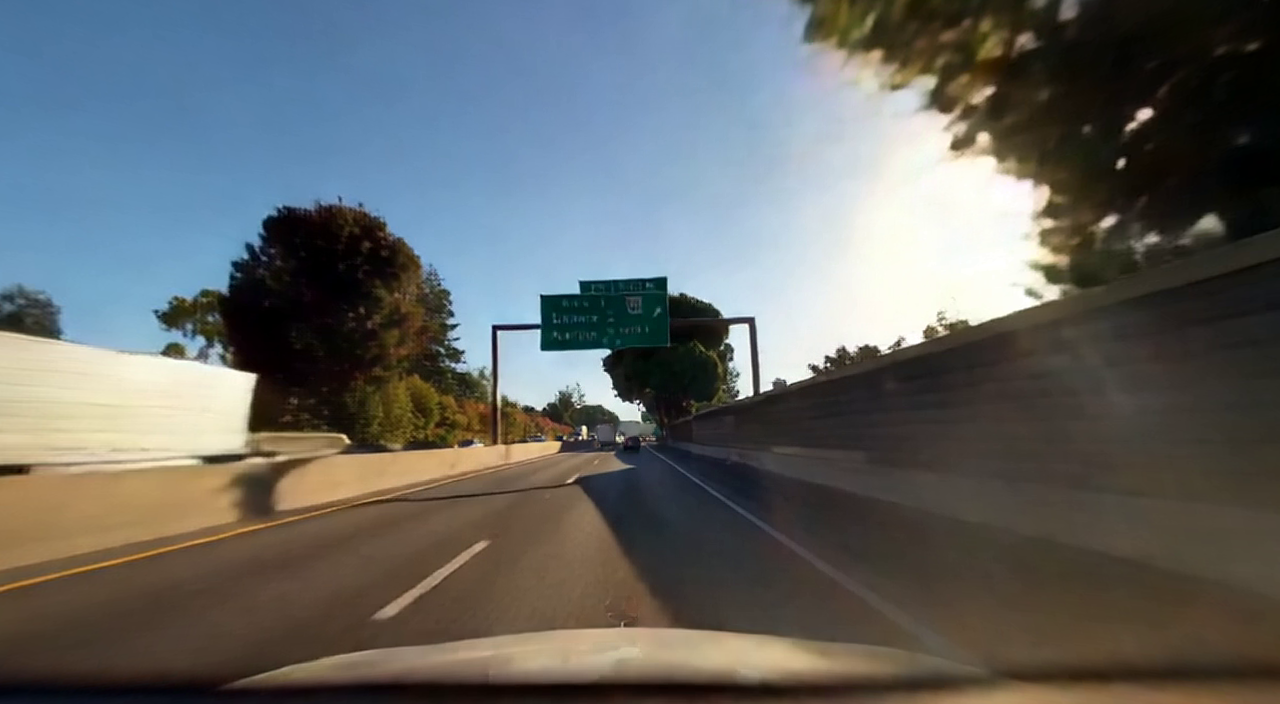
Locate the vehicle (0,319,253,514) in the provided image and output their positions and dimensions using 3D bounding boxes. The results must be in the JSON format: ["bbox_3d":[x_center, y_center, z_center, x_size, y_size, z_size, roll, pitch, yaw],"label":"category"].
[{"bbox_3d":[-14.468,1.651,15.281,2.855,3.907,11.604,1,-8,-1],"label":"vehicle"}]
